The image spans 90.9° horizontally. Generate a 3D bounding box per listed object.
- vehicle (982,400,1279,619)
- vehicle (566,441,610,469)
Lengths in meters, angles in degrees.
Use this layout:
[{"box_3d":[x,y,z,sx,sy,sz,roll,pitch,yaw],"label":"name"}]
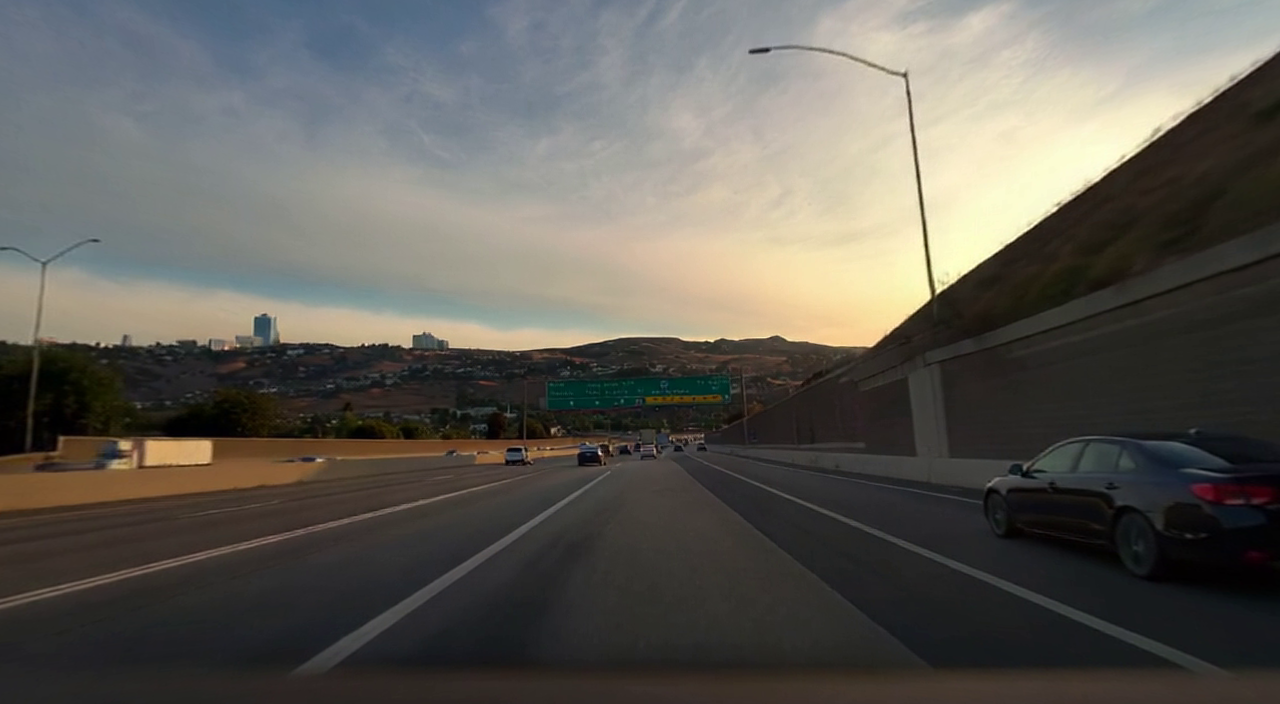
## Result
[{"box_3d":[5.994,1.492,6.842,2.122,1.646,4.491,-1,-8,2],"label":"vehicle"},{"box_3d":[-3.503,7.056,43.504,2.172,1.824,5.031,-1,-8,5],"label":"vehicle"}]
